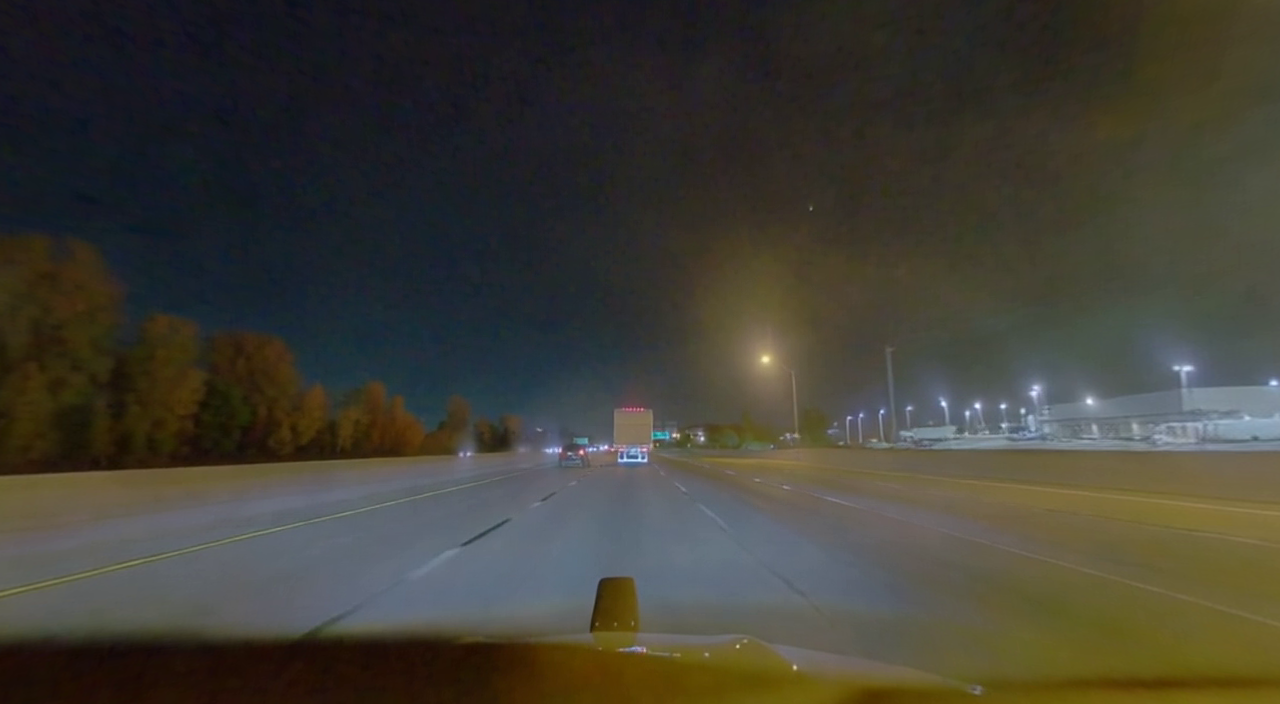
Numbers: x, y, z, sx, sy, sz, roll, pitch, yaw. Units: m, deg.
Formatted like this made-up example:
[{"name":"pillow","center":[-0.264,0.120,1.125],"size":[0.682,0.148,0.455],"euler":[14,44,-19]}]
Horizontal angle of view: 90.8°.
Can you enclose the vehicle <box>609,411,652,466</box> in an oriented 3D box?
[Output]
[{"name":"vehicle","center":[-0.635,6.859,49.488],"size":[3.000,3.786,11.740],"euler":[0,-9,0]}]

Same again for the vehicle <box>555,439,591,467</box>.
[{"name":"vehicle","center":[-4.794,7.332,45.933],"size":[2.095,1.930,4.680],"euler":[0,-9,0]}]
